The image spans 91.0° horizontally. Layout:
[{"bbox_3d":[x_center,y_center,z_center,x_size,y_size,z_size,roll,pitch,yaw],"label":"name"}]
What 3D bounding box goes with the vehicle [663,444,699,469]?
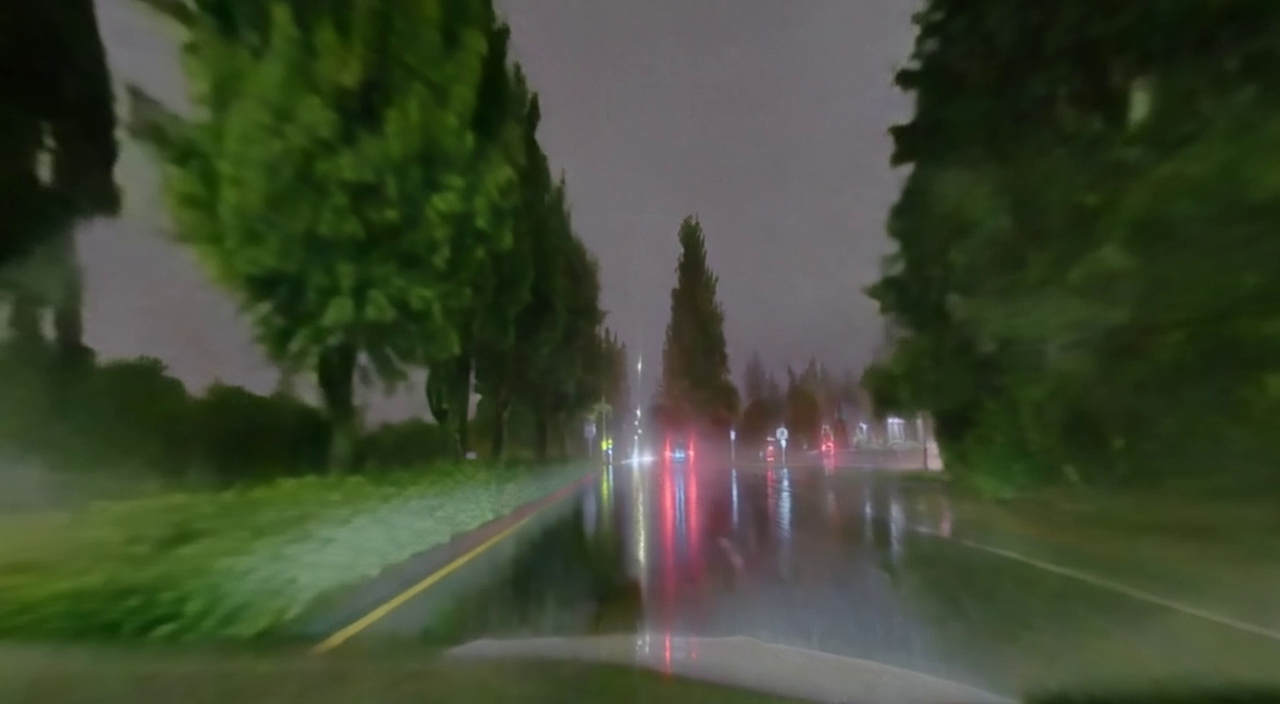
[{"bbox_3d":[2.629,6.835,41.280,2.044,1.537,4.528,0,-8,-1],"label":"vehicle"}]
